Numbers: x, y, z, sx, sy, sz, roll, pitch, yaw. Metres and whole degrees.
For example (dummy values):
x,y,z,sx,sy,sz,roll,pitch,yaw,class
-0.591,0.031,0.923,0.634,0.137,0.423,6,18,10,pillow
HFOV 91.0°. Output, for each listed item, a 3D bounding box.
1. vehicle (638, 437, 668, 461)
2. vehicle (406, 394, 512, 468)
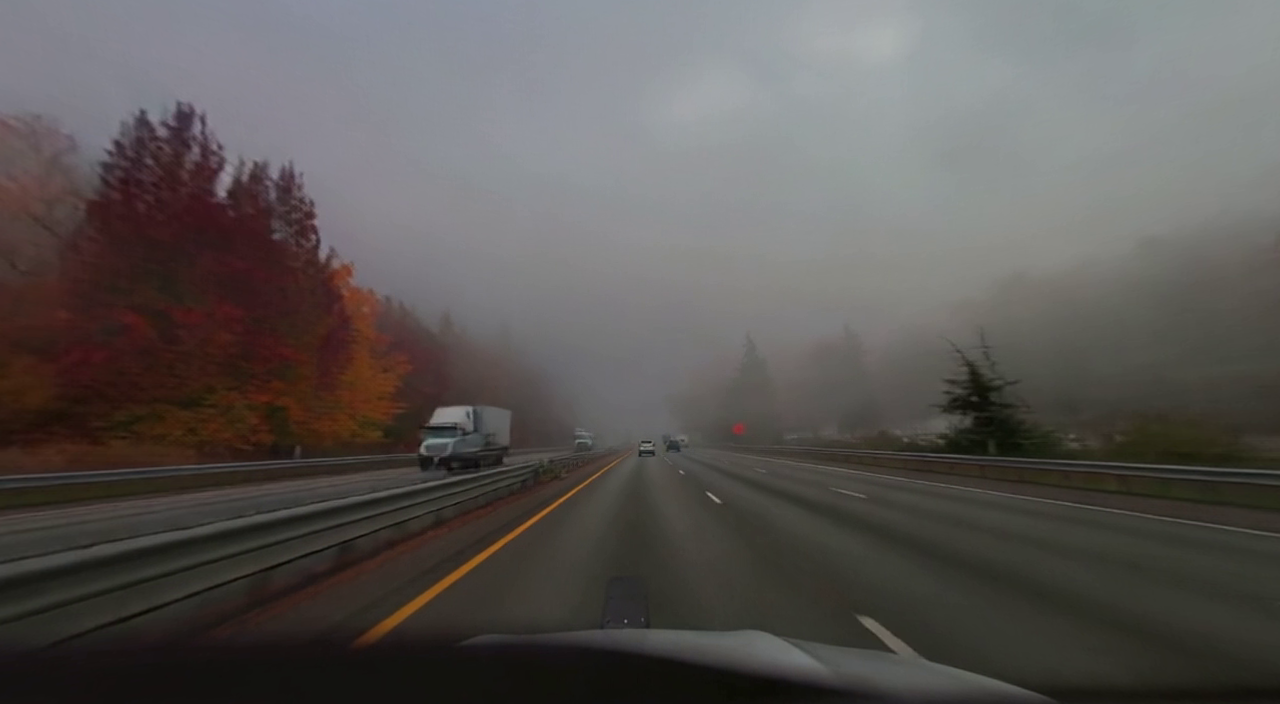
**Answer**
x,y,z,sx,sy,sz,roll,pitch,yaw,class
0.855,6.556,42.549,1.924,1.498,3.817,0,-8,0,vehicle
-11.402,5.332,41.474,2.982,4.126,12.745,0,-8,1,vehicle
